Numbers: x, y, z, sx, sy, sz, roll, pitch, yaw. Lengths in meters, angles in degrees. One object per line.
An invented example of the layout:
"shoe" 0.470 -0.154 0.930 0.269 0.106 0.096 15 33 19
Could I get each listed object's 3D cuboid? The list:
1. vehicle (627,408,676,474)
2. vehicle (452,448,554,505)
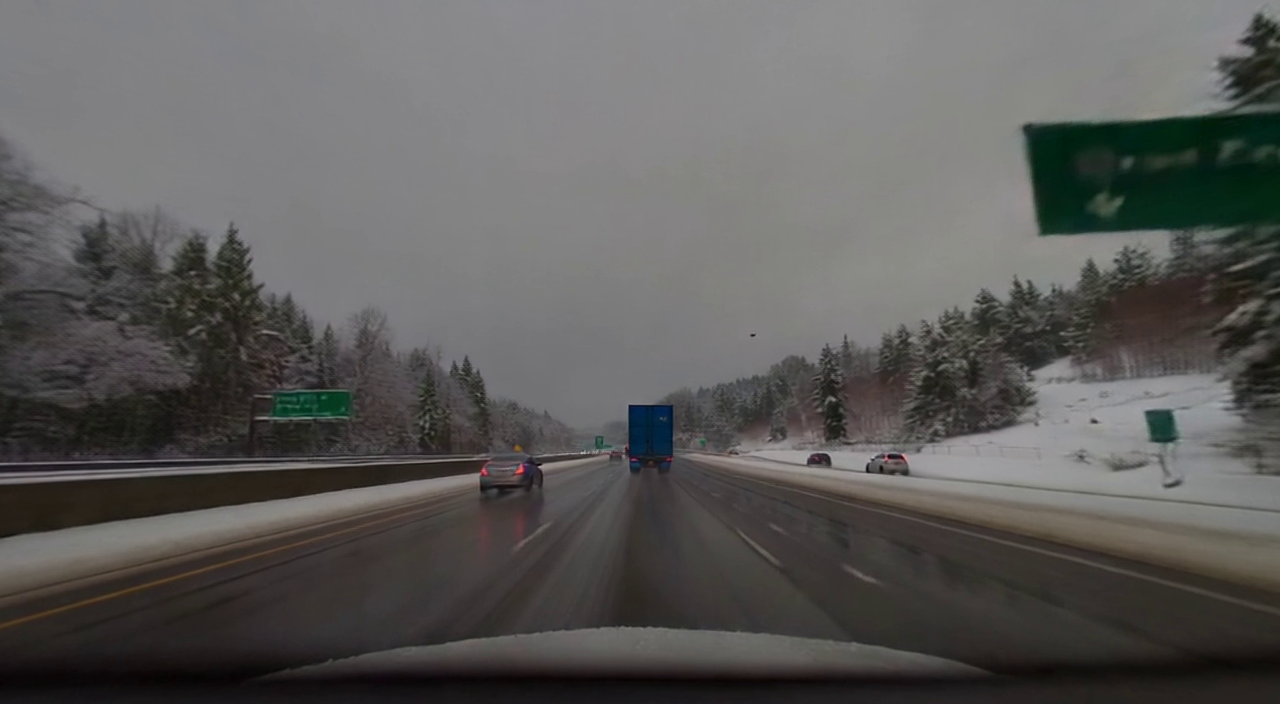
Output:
"vehicle" 0.748 6.361 44.612 3.022 4.072 10.318 0 -9 0
"vehicle" -3.839 3.561 18.552 1.931 1.466 4.458 0 -9 1
